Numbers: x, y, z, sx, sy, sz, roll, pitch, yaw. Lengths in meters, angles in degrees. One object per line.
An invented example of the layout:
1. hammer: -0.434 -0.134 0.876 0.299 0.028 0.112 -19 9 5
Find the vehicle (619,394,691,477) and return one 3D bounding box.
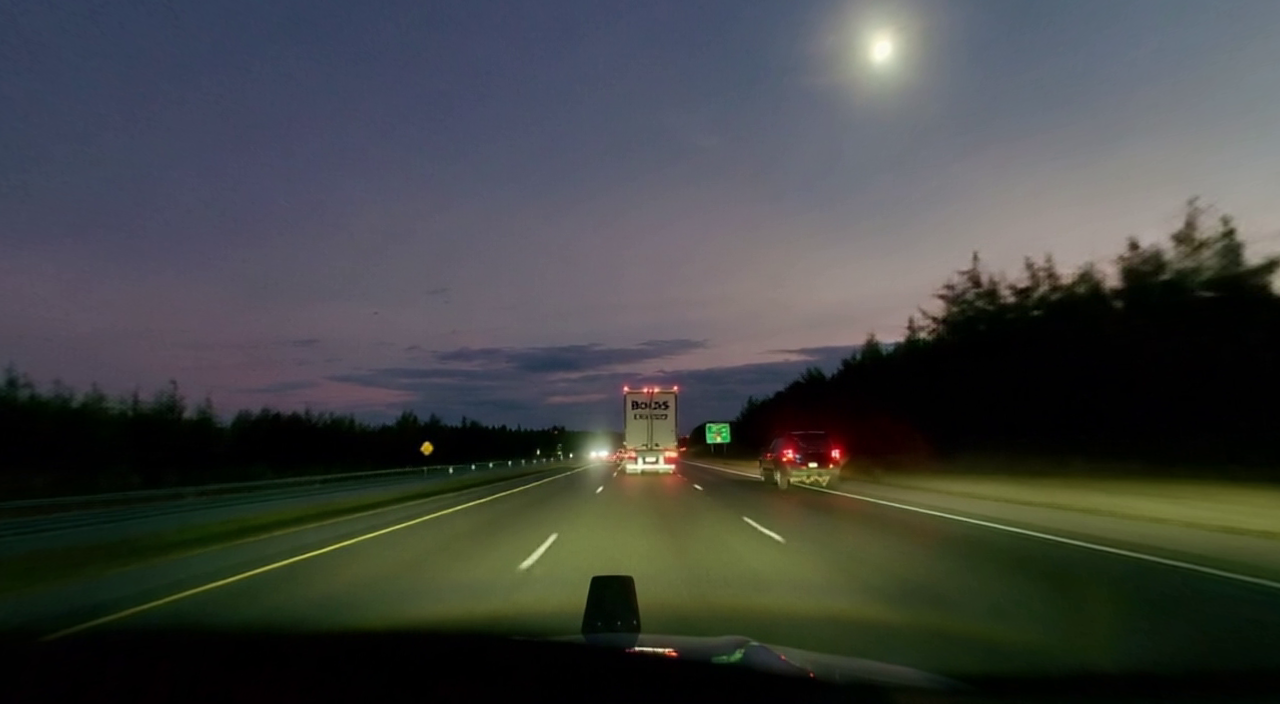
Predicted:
1. vehicle: 0.807 5.439 39.618 3.537 4.071 17.399 0 -9 1
